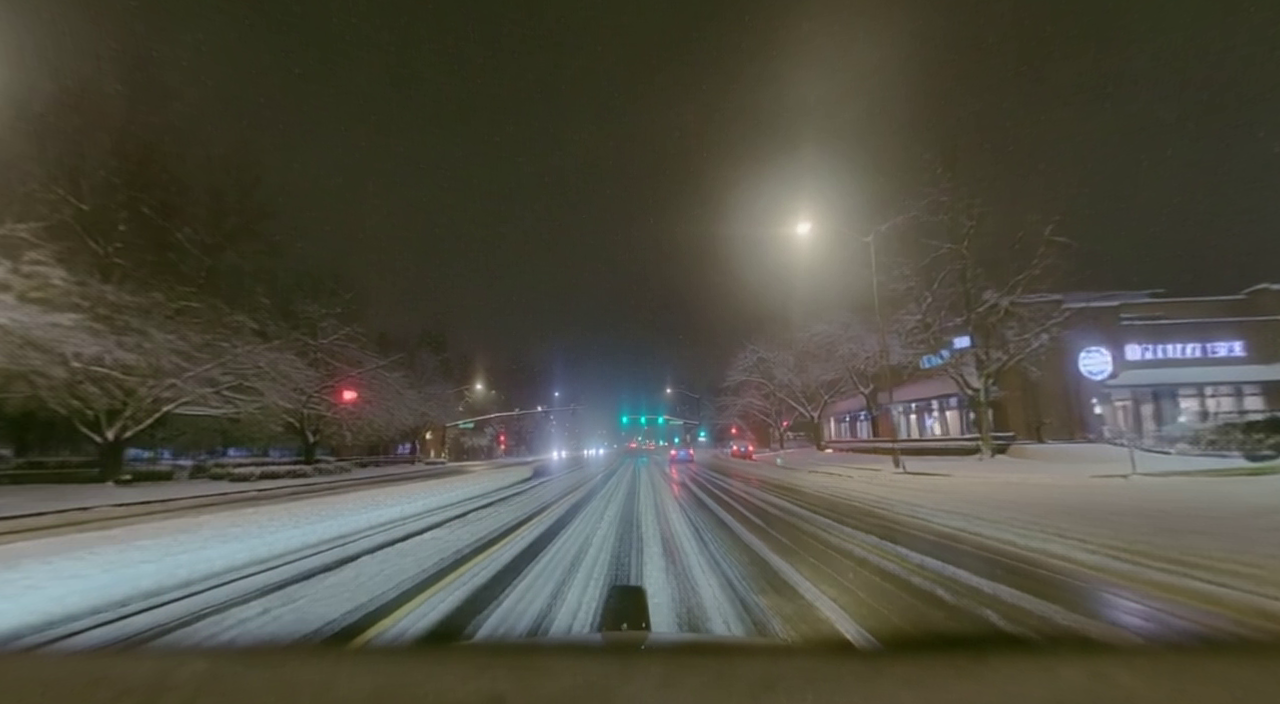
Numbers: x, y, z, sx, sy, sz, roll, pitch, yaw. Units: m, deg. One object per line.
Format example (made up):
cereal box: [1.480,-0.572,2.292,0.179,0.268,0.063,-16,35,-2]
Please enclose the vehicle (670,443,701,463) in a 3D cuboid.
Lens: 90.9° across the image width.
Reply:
vehicle: [3.459,7.763,48.722,2.057,1.470,4.454,0,-8,0]
